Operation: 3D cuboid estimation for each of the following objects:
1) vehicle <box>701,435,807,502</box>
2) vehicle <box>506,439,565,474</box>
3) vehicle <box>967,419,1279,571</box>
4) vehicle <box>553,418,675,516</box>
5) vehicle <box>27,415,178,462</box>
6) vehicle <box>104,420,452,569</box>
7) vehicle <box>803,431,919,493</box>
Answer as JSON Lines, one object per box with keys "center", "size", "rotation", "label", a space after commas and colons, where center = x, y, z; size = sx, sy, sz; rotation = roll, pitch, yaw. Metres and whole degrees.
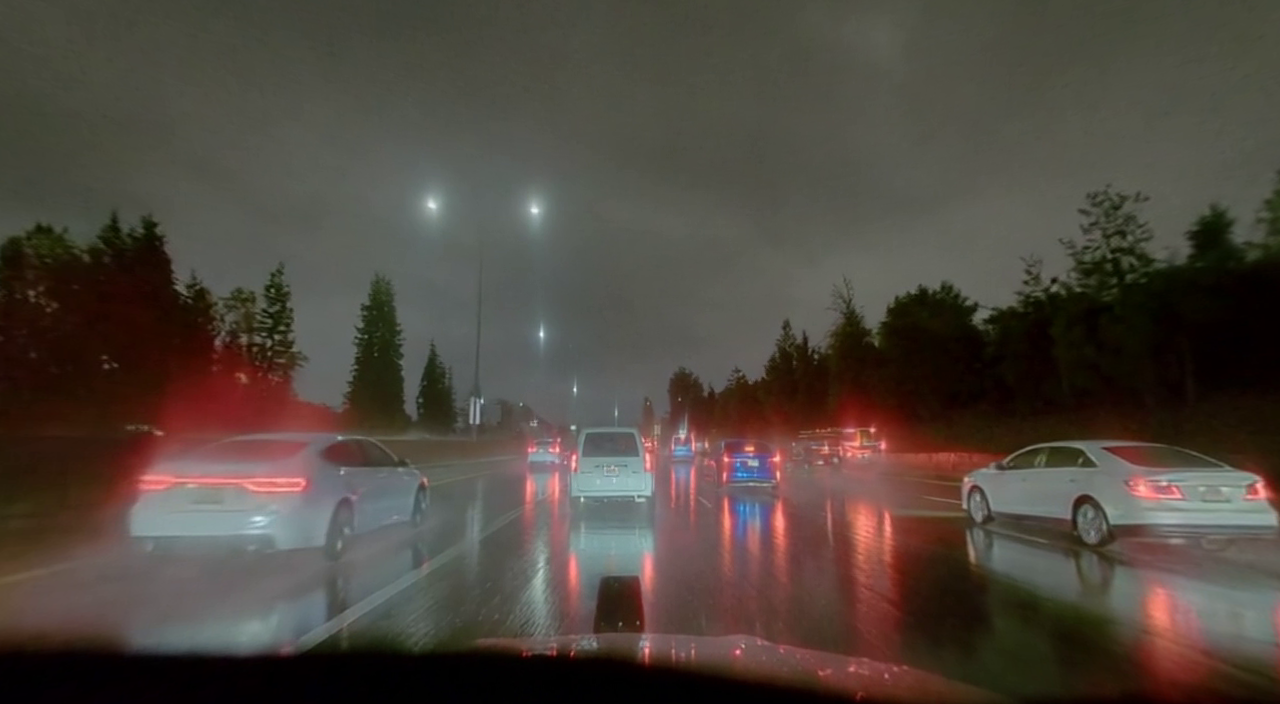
{"center": [2.855, 3.045, 16.820], "size": [1.975, 1.532, 4.227], "rotation": [1, -9, -1], "label": "vehicle"}
{"center": [-4.983, 5.088, 30.837], "size": [2.071, 1.537, 4.912], "rotation": [0, -9, 0], "label": "vehicle"}
{"center": [7.196, 1.931, 9.293], "size": [2.106, 1.641, 4.671], "rotation": [1, -9, -2], "label": "vehicle"}
{"center": [-0.475, 2.362, 13.334], "size": [2.181, 1.728, 3.970], "rotation": [0, -9, 0], "label": "vehicle"}
{"center": [-22.832, 3.738, 27.092], "size": [2.132, 1.811, 4.901], "rotation": [0, -9, -1], "label": "vehicle"}
{"center": [-4.504, 1.851, 9.072], "size": [1.971, 1.505, 5.035], "rotation": [0, -9, 1], "label": "vehicle"}
{"center": [6.851, 3.458, 20.132], "size": [2.022, 1.735, 4.400], "rotation": [1, -9, -1], "label": "vehicle"}
